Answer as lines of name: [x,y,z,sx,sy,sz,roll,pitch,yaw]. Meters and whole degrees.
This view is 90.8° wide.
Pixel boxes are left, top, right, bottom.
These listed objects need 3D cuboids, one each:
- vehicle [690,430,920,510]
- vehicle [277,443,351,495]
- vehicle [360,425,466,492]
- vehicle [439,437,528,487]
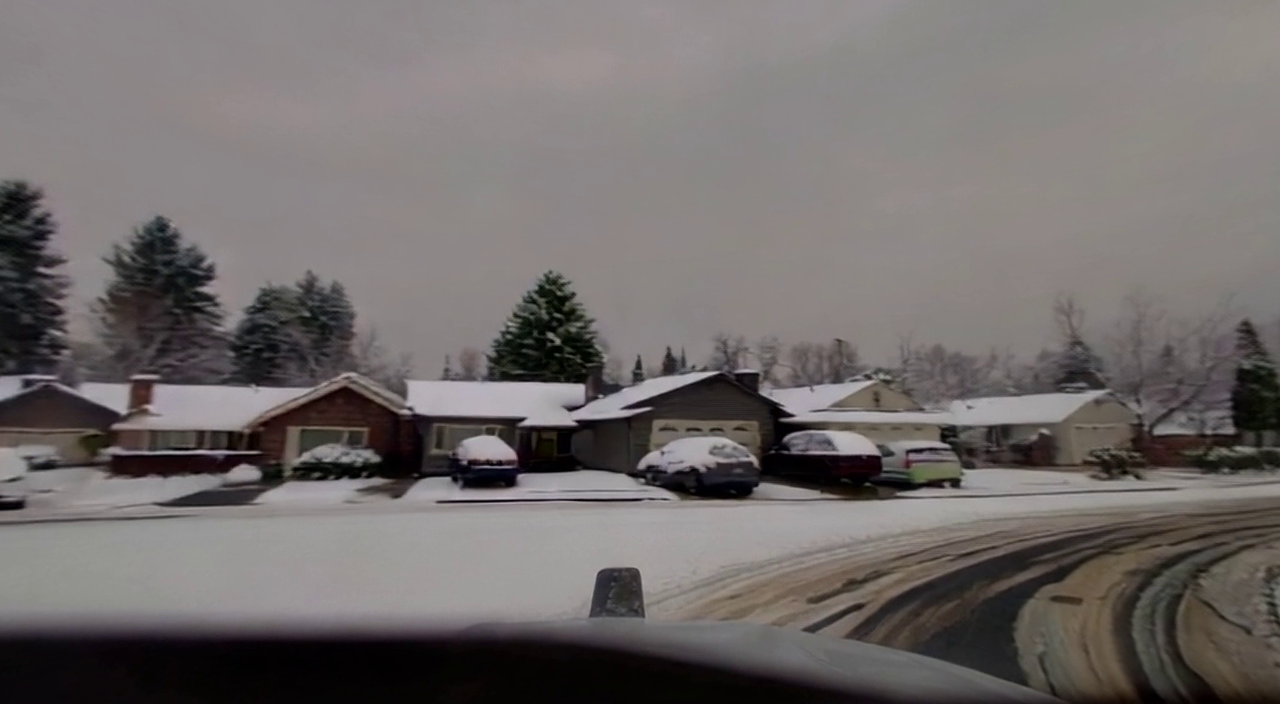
vehicle: [3.942,2.886,15.703,5.082,1.789,1.947,0,-9,-4]
vehicle: [-10.808,3.791,20.831,1.833,1.540,3.532,5,-10,-31]
vehicle: [-8.083,3.714,22.146,2.455,2.018,5.271,5,-11,-30]
vehicle: [-6.075,4.166,24.226,2.160,1.695,4.183,5,-10,-30]
